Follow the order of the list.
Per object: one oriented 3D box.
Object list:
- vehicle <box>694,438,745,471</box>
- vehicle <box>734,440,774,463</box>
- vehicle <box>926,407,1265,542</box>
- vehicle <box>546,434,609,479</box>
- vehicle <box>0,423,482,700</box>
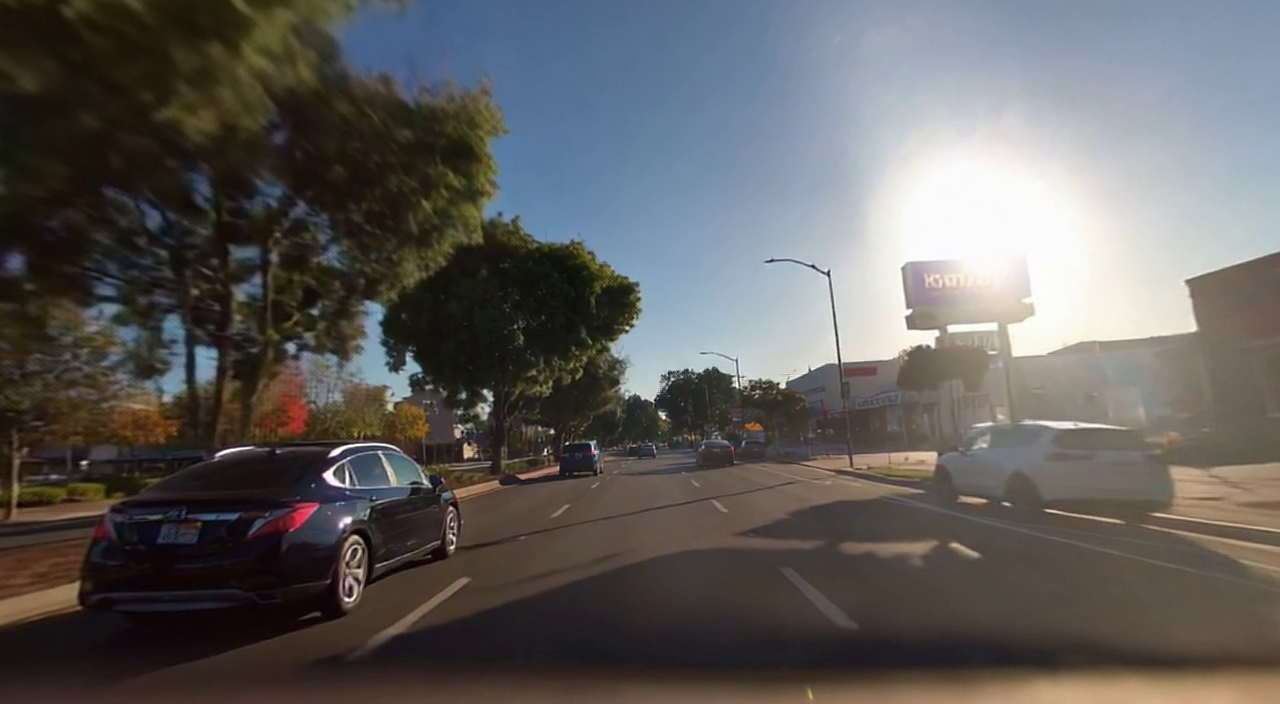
[{"bbox_3d":[3.886,5.087,31.476,1.904,1.490,4.299,0,-8,0],"label":"vehicle"},{"bbox_3d":[7.804,6.831,43.504,1.942,1.481,4.447,0,-9,0],"label":"vehicle"},{"bbox_3d":[7.239,2.011,10.973,2.198,1.788,4.941,0,-8,0],"label":"vehicle"},{"bbox_3d":[-2.638,4.570,27.853,2.193,1.788,4.603,-1,-8,1],"label":"vehicle"},{"bbox_3d":[-3.131,1.486,5.849,1.956,1.460,4.802,-1,-8,2],"label":"vehicle"}]
